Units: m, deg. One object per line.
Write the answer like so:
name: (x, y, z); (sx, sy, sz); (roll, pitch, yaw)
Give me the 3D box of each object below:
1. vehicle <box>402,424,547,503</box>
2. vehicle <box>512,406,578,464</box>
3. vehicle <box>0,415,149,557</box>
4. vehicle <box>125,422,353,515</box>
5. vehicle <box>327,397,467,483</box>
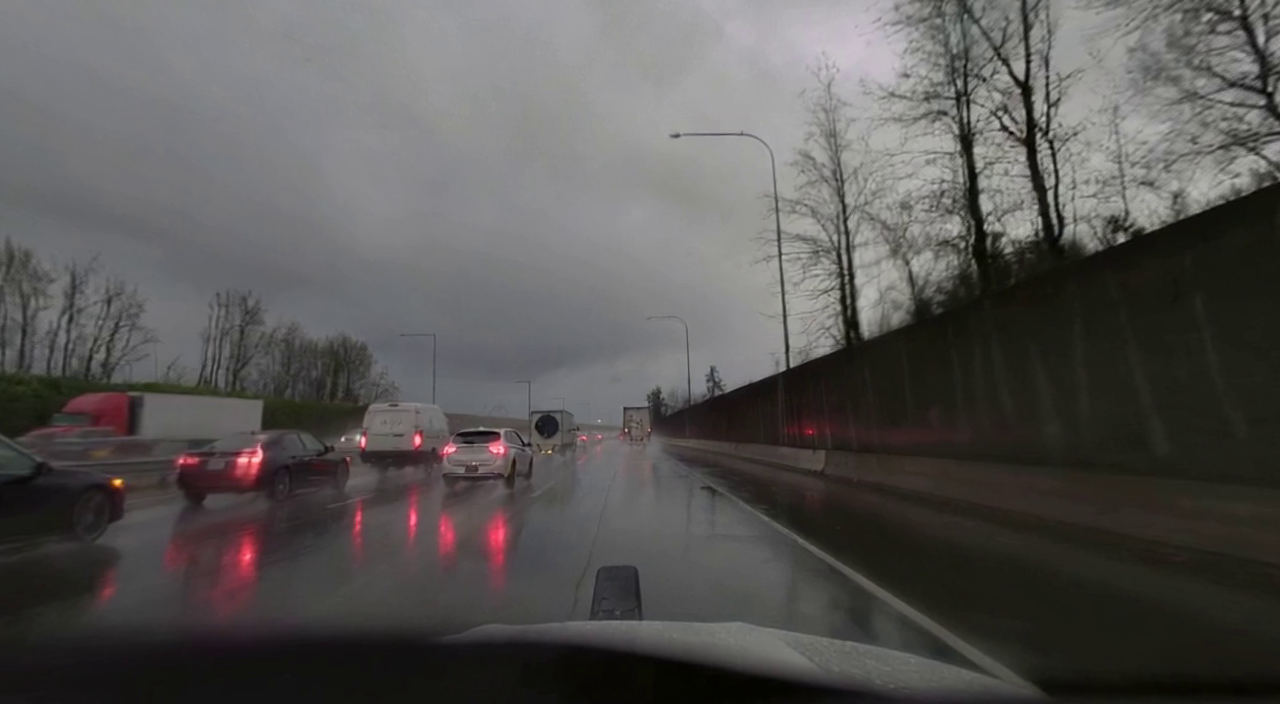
vehicle: (-3.458, 2.400, 14.058); (2.089, 1.485, 4.153); (0, -8, 0)
vehicle: (-4.433, 3.984, 30.245); (2.427, 2.514, 5.159); (0, -8, 0)
vehicle: (-8.097, 1.468, 6.814); (2.032, 1.560, 4.327); (0, -8, 0)
vehicle: (-7.683, 2.233, 12.626); (1.957, 1.545, 3.971); (0, -8, 0)
vehicle: (-7.703, 2.878, 20.786); (2.386, 2.435, 5.831); (0, -8, -1)
